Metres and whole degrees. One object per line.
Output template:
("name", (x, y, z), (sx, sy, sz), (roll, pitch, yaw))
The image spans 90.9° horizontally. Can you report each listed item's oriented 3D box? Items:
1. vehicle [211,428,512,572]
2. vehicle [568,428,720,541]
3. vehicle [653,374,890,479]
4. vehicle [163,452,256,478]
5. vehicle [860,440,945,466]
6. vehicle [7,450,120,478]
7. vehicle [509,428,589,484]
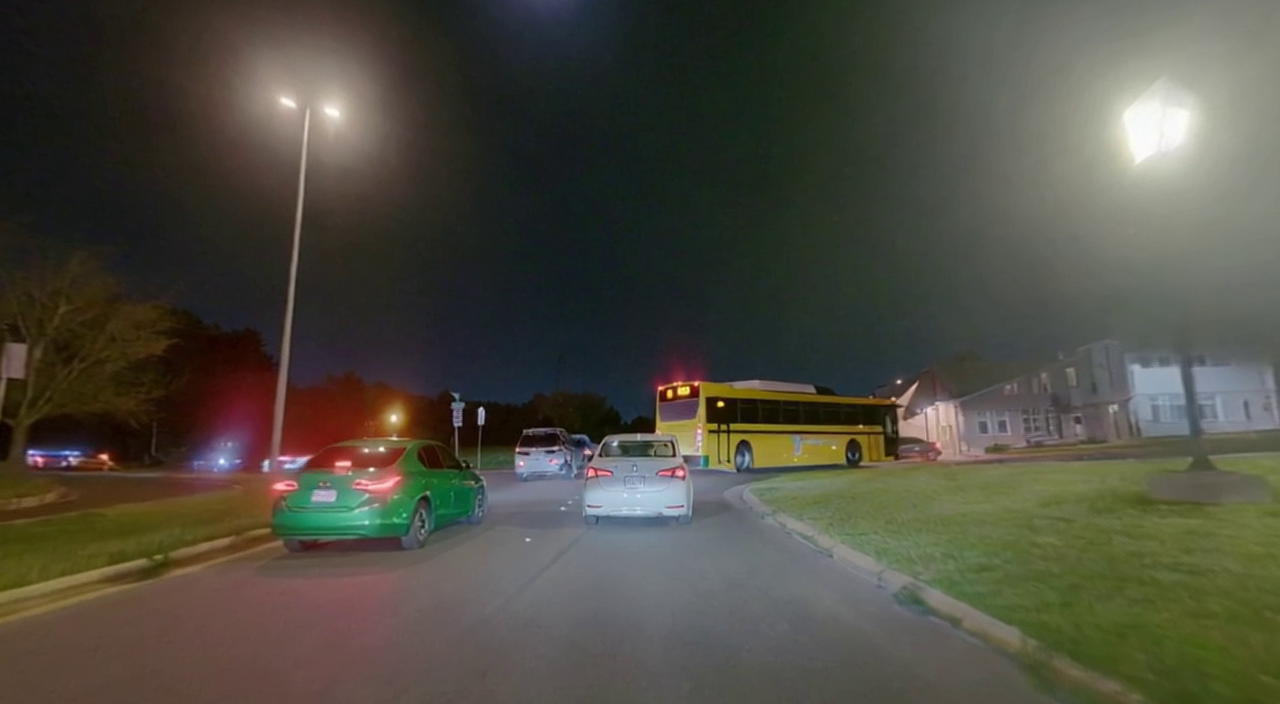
("vehicle", (-3.404, 1.885, 8.920), (1.953, 1.480, 4.522), (-1, -8, 4))
("vehicle", (0.091, 2.055, 10.368), (2.020, 1.478, 3.922), (0, -8, 1))
("vehicle", (5.352, 2.940, 24.151), (9.977, 3.303, 2.948), (6, -10, -37))
("vehicle", (-26.134, 6.871, 38.429), (4.403, 1.422, 1.697), (4, -9, -26))
("vehicle", (15.630, 6.020, 37.577), (4.422, 1.457, 1.882), (-6, -10, 29))
("vehicle", (-32.136, 6.237, 35.339), (4.473, 1.442, 1.743), (7, -11, -39))
("vehicle", (-3.077, 3.650, 22.392), (2.017, 1.761, 4.572), (-1, -8, 2))
